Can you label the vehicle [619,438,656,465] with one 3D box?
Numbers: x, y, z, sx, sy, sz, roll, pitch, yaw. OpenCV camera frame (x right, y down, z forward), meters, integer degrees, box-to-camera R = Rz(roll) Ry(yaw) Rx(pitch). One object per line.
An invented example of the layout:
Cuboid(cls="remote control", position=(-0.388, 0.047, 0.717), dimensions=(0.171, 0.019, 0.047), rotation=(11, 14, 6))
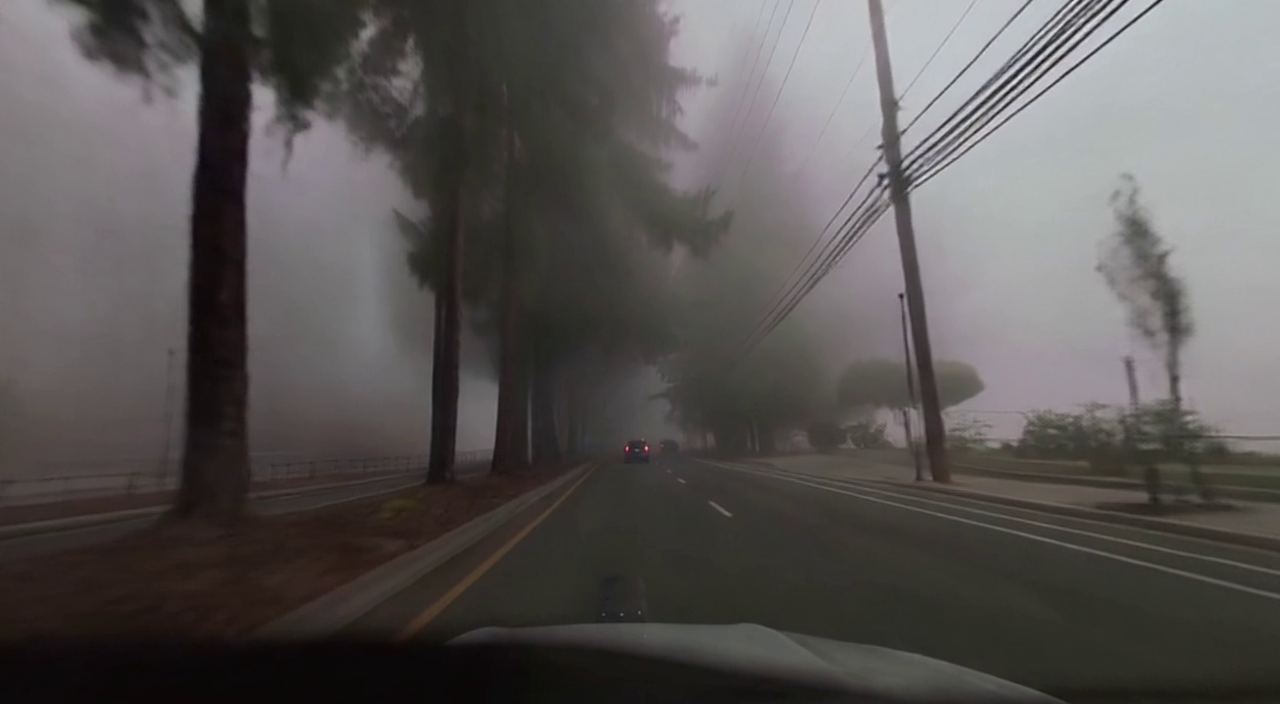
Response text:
Cuboid(cls="vehicle", position=(-0.193, 5.979, 38.011), dimensions=(2.109, 1.501, 4.042), rotation=(0, -8, -1))
